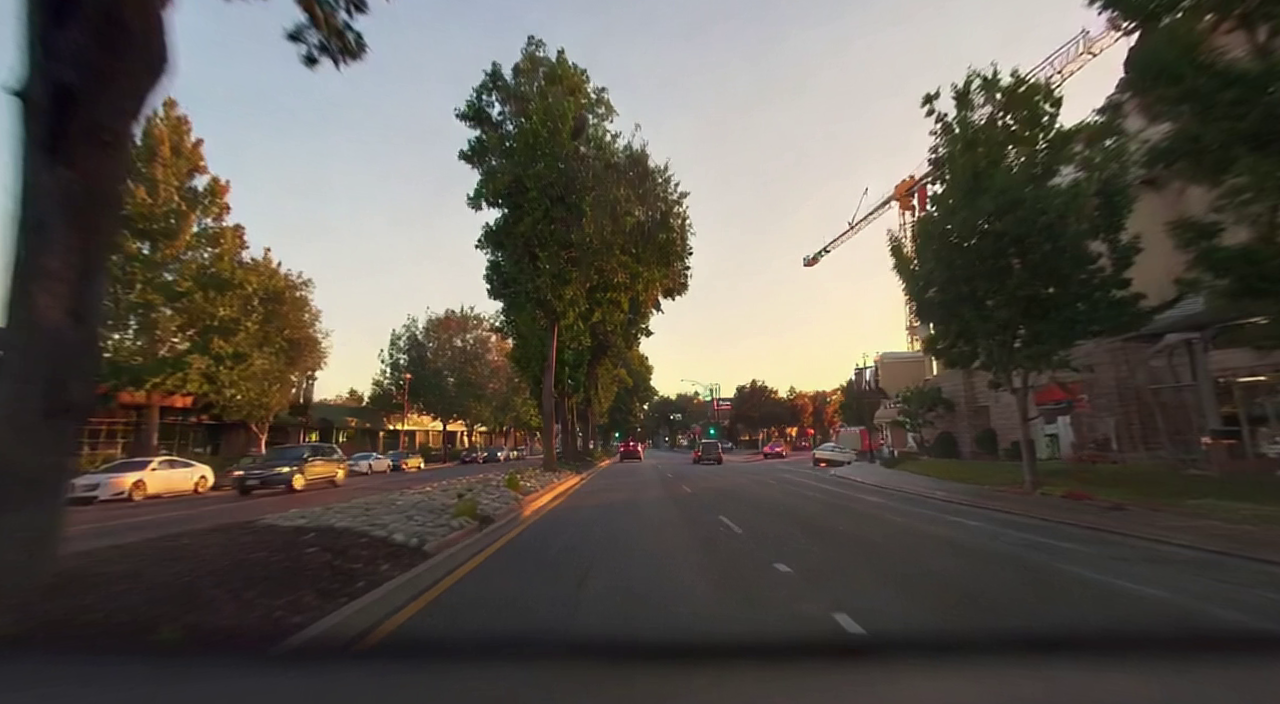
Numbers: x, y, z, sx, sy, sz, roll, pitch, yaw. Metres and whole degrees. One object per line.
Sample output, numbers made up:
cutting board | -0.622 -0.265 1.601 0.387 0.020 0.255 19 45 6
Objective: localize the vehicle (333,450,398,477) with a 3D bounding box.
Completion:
vehicle | -16.345 6.639 37.868 1.856 1.496 4.686 0 -9 -1

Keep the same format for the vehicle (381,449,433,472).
vehicle | -16.269 7.577 44.402 1.852 1.476 4.704 0 -9 0

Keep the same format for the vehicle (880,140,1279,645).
vehicle | 5.657 0.301 4.409 3.052 3.242 10.672 0 -9 -4

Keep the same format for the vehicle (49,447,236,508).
vehicle | -16.143 4.030 20.959 2.103 1.746 4.992 0 -8 0

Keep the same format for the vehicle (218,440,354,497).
vehicle | -11.936 3.916 21.735 1.983 1.700 4.695 0 -9 -1
